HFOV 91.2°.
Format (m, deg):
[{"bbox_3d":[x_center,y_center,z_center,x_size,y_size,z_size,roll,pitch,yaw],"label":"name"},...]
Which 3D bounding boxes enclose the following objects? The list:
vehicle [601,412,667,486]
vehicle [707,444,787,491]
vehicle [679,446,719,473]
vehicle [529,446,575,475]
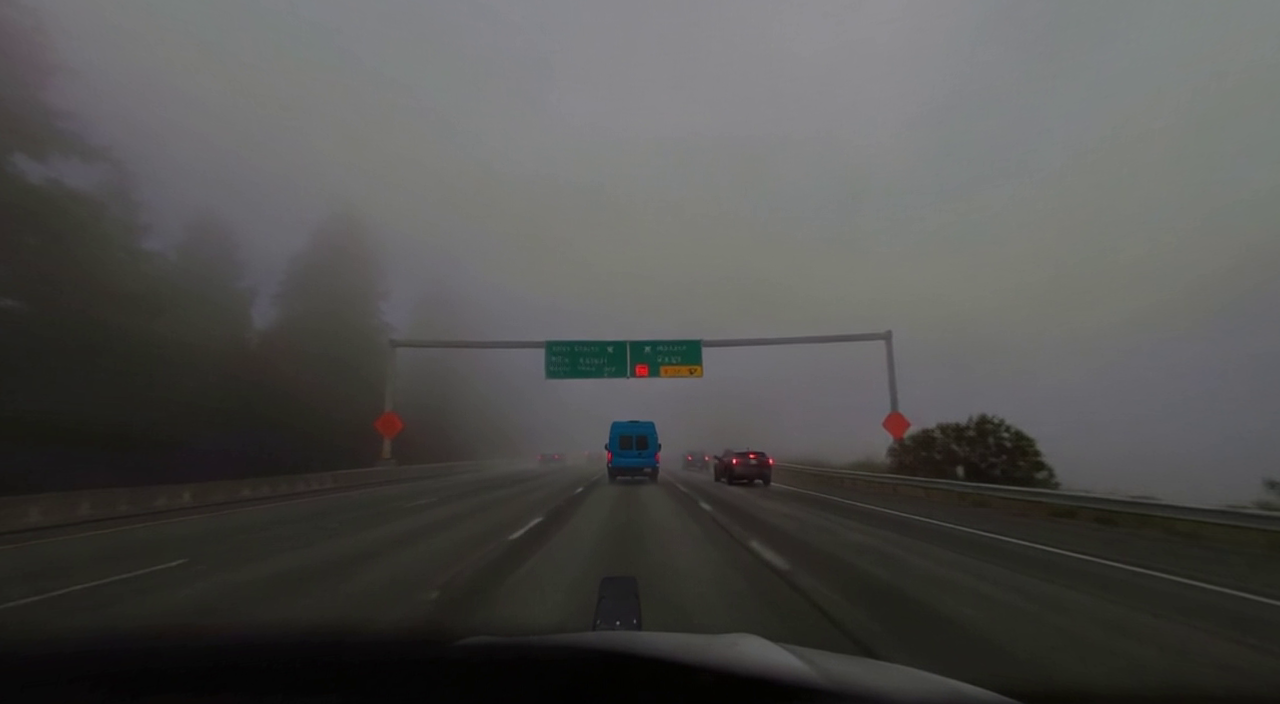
[{"bbox_3d":[-0.260,3.766,24.369,2.268,2.551,5.144,0,-9,-1],"label":"vehicle"},{"bbox_3d":[3.700,4.102,22.635,2.015,1.491,4.732,0,-9,-1],"label":"vehicle"},{"bbox_3d":[3.447,6.397,37.453,1.978,1.510,4.462,0,-9,1],"label":"vehicle"},{"bbox_3d":[-4.990,6.218,36.131,2.003,1.498,4.386,0,-9,1],"label":"vehicle"}]
